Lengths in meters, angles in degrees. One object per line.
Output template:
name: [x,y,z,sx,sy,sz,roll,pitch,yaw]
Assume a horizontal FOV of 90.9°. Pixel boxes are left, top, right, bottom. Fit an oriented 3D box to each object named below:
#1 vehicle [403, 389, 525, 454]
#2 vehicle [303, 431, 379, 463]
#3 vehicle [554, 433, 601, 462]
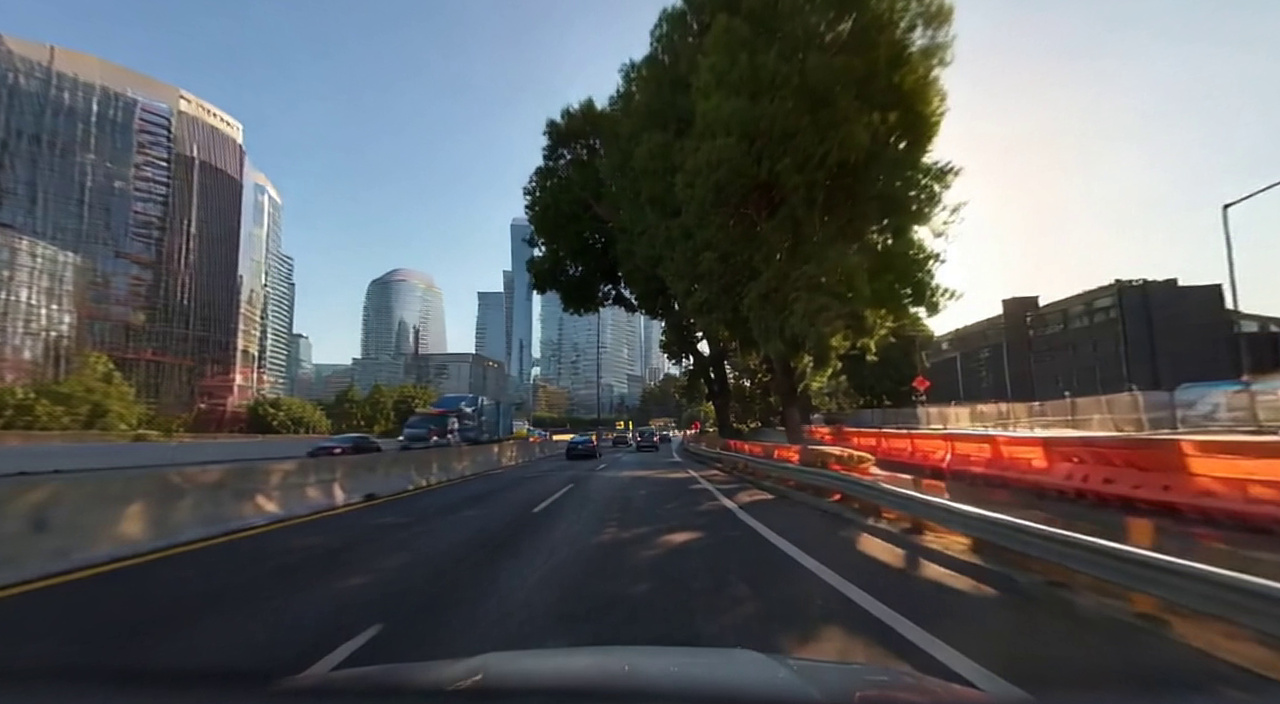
vehicle: [-12.222,5.335,46.677,3.408,3.933,16.893,0,-8,3]
vehicle: [-16.308,5.165,34.598,1.874,1.612,4.303,0,-8,4]
vehicle: [-3.160,4.895,32.554,1.848,1.406,4.013,0,-8,2]
